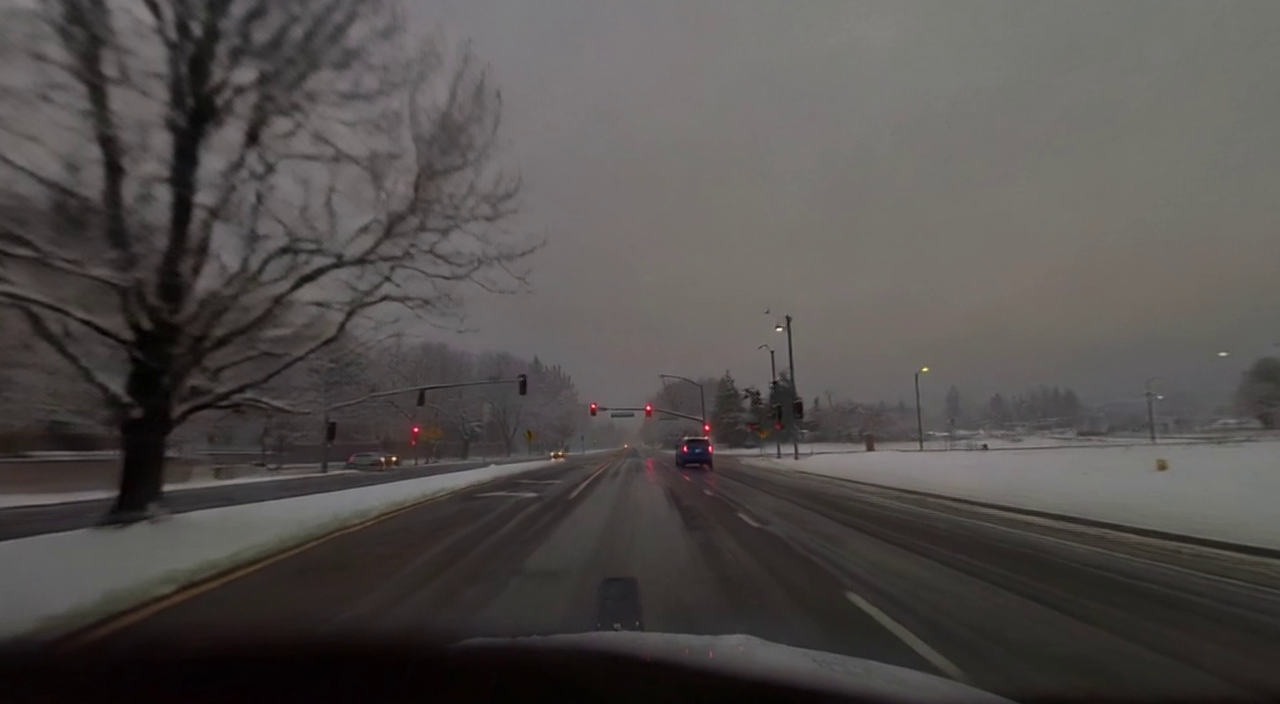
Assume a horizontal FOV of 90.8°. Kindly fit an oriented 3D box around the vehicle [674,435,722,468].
[{"bbox_3d":[3.344,5.901,37.520,2.229,1.795,4.927,0,-9,-2],"label":"vehicle"}]
